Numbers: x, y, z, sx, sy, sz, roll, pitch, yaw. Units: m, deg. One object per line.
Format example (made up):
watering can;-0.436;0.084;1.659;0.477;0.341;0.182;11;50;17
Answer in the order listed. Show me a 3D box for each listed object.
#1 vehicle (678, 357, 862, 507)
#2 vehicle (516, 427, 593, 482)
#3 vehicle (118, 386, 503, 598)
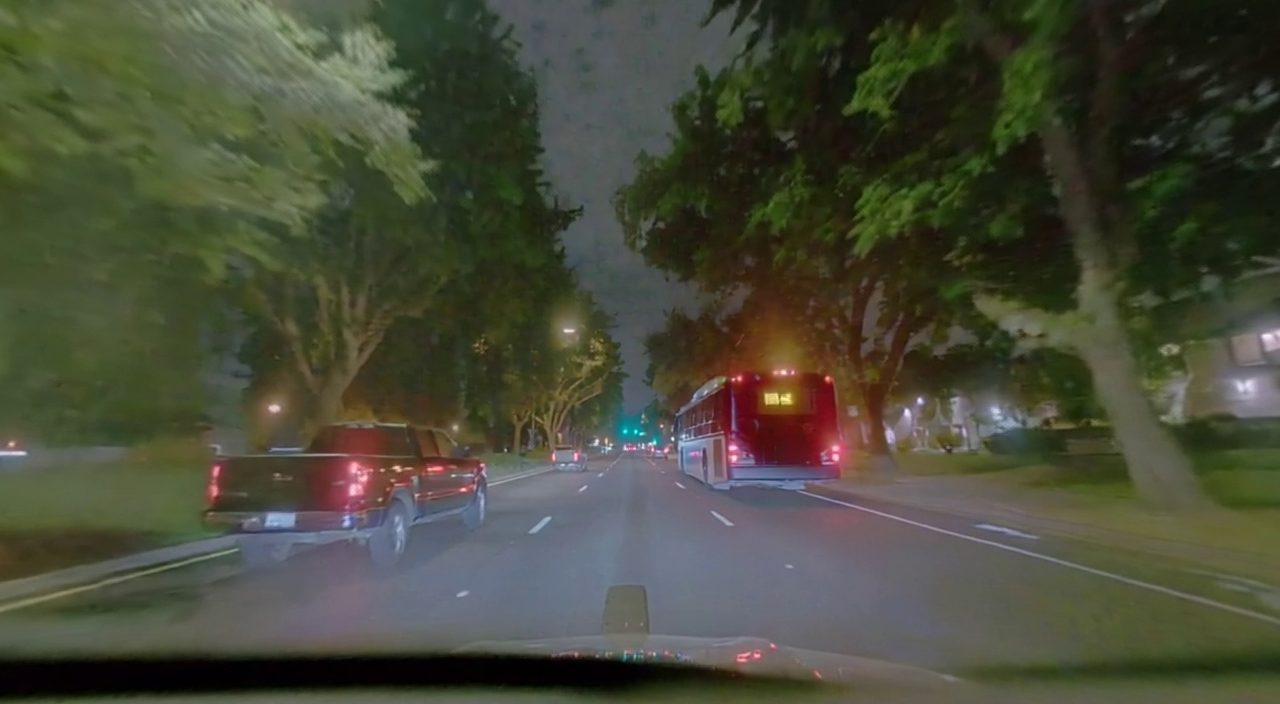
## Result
vehicle;3.234;2.675;20.186;3.059;3.264;12.623;0;-9;-1
vehicle;-3.478;4.365;27.054;2.513;2.066;5.820;0;-9;0
vehicle;-3.480;1.622;8.190;2.074;1.849;5.137;-1;-9;2
